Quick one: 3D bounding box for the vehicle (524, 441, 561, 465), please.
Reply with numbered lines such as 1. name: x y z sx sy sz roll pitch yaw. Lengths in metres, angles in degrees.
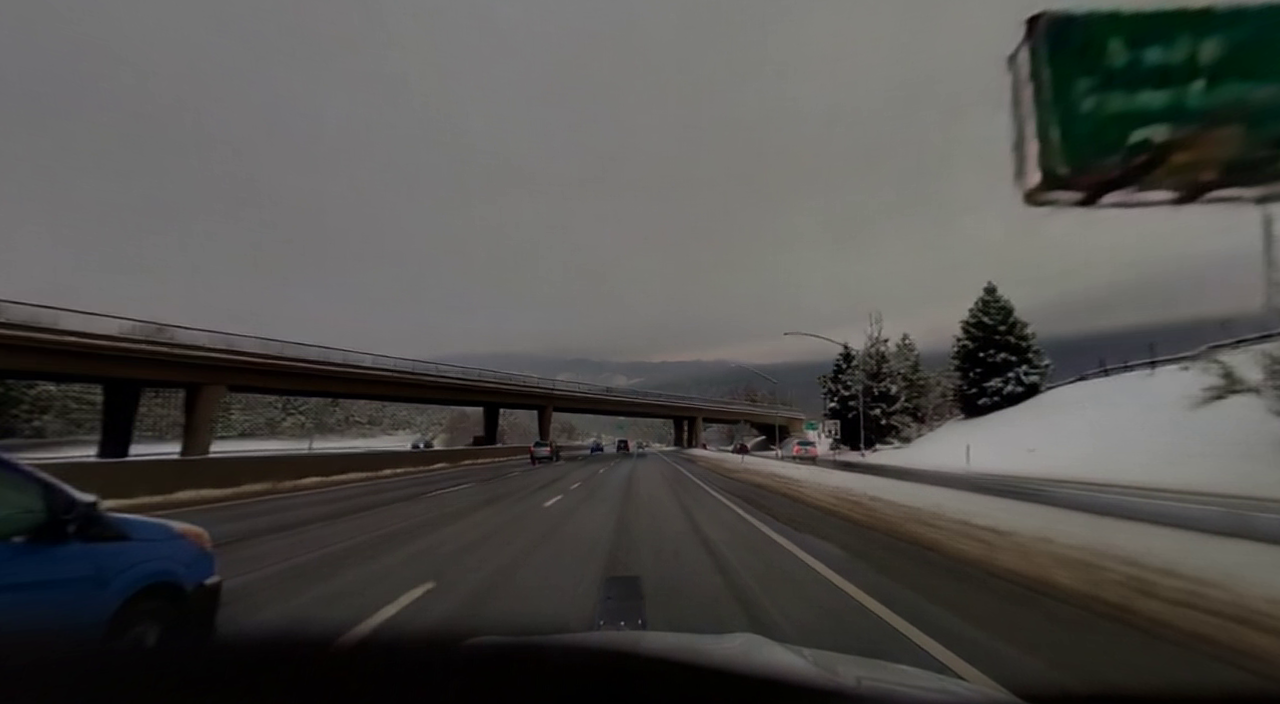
1. vehicle: -6.832 7.113 44.369 1.935 1.633 3.955 0 -8 1
